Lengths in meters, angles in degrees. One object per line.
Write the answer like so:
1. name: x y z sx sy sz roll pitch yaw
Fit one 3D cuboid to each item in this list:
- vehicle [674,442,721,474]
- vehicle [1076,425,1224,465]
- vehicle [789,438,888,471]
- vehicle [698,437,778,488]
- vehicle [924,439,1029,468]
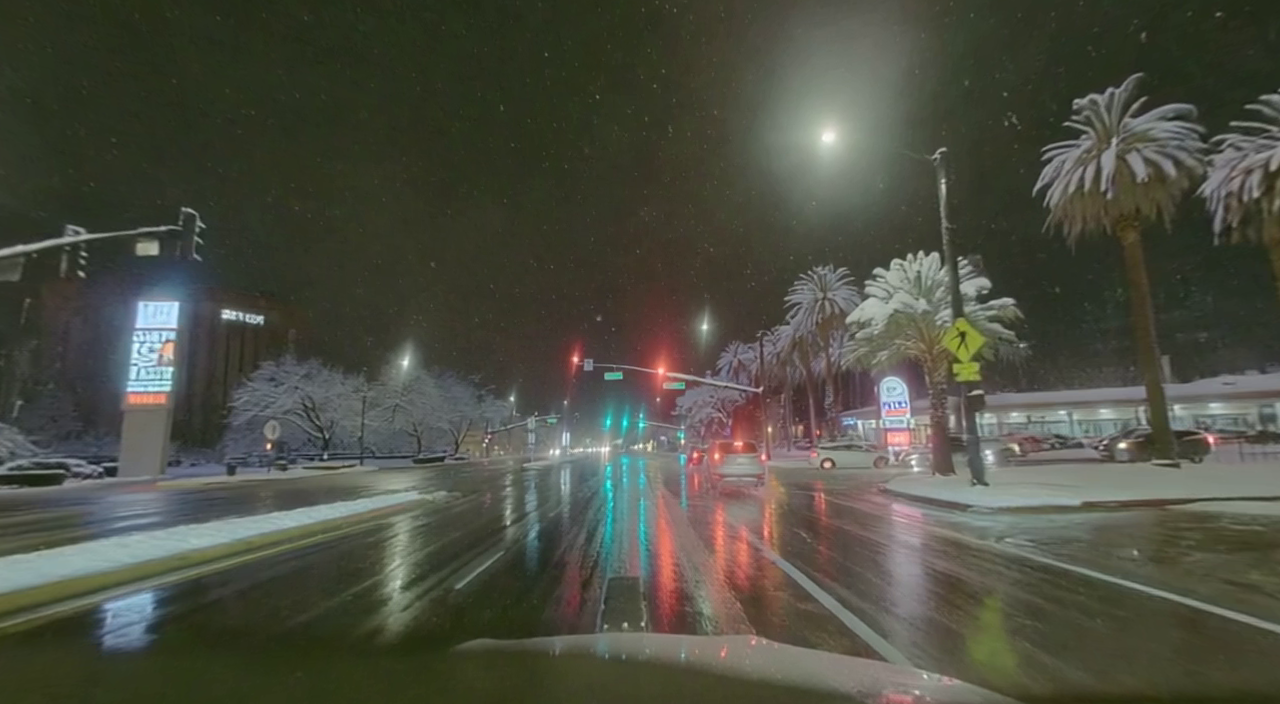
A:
1. vehicle: 2.834 5.353 32.105 1.870 1.467 4.800 0 -8 -1
2. vehicle: 27.089 4.987 33.666 5.803 1.983 2.284 0 -9 0
3. vehicle: 10.423 5.421 33.383 4.448 1.640 2.160 0 -8 -1
4. vehicle: 3.219 3.721 21.498 1.931 1.534 4.126 0 -8 -2
5. vehicle: 18.136 5.476 34.081 4.462 1.474 2.083 0 -8 -2
